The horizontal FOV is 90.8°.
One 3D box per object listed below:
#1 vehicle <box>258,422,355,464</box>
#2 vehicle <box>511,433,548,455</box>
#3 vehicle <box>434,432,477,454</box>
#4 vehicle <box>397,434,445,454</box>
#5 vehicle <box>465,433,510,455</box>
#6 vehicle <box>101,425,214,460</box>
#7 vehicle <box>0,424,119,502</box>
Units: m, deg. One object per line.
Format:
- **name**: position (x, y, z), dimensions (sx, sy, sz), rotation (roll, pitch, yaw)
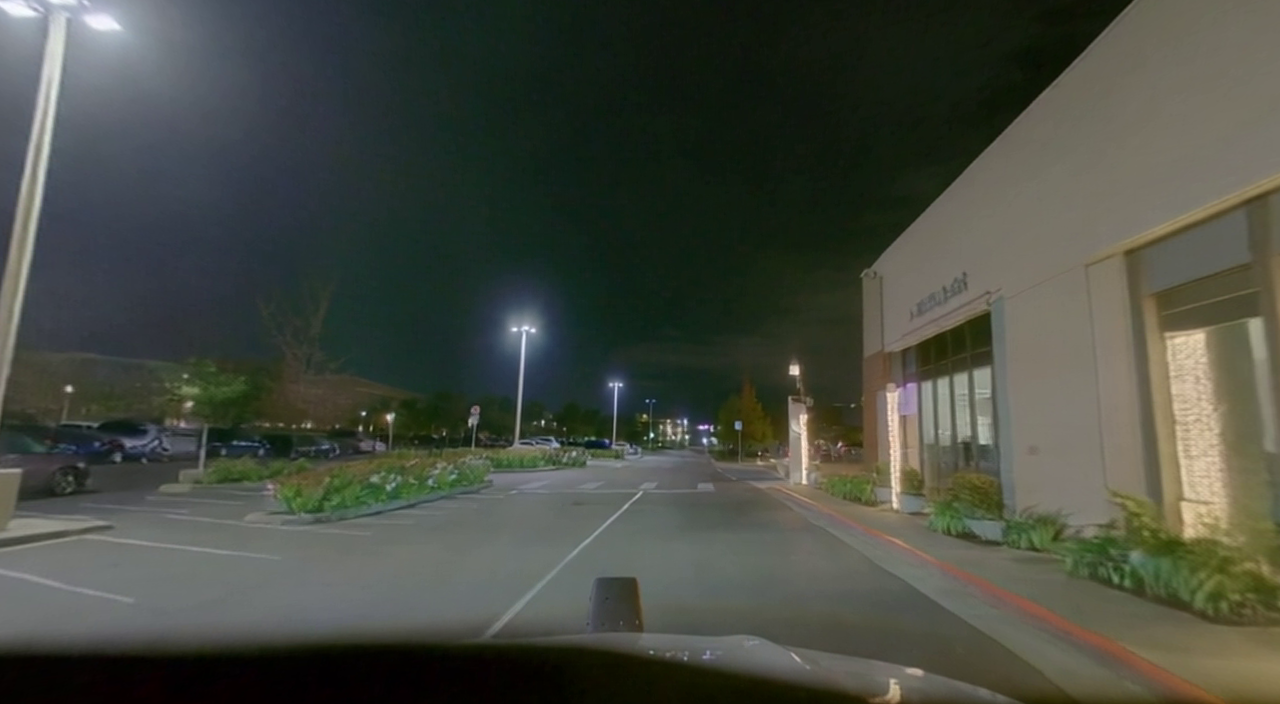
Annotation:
- **vehicle**: position (-16.361, 4.498, 31.337), dimensions (1.972, 1.923, 4.535), rotation (-1, -8, 6)
- **vehicle**: position (-8.657, 7.248, 49.863), dimensions (1.892, 1.597, 4.259), rotation (-1, -8, 3)
- **vehicle**: position (-14.437, 7.150, 49.555), dimensions (1.902, 1.645, 3.903), rotation (-1, -8, 5)
- **vehicle**: position (-17.197, 7.225, 49.793), dimensions (1.909, 1.474, 3.908), rotation (-1, -8, 8)
- **vehicle**: position (-11.837, 7.197, 49.300), dimensions (1.928, 1.613, 4.197), rotation (-1, -8, 8)
- **vehicle**: position (-24.211, 4.583, 31.953), dimensions (1.876, 1.591, 4.470), rotation (-1, -8, 6)
- **vehicle**: position (-12.809, 2.093, 11.956), dimensions (1.847, 1.443, 4.484), rotation (-1, -8, 4)
